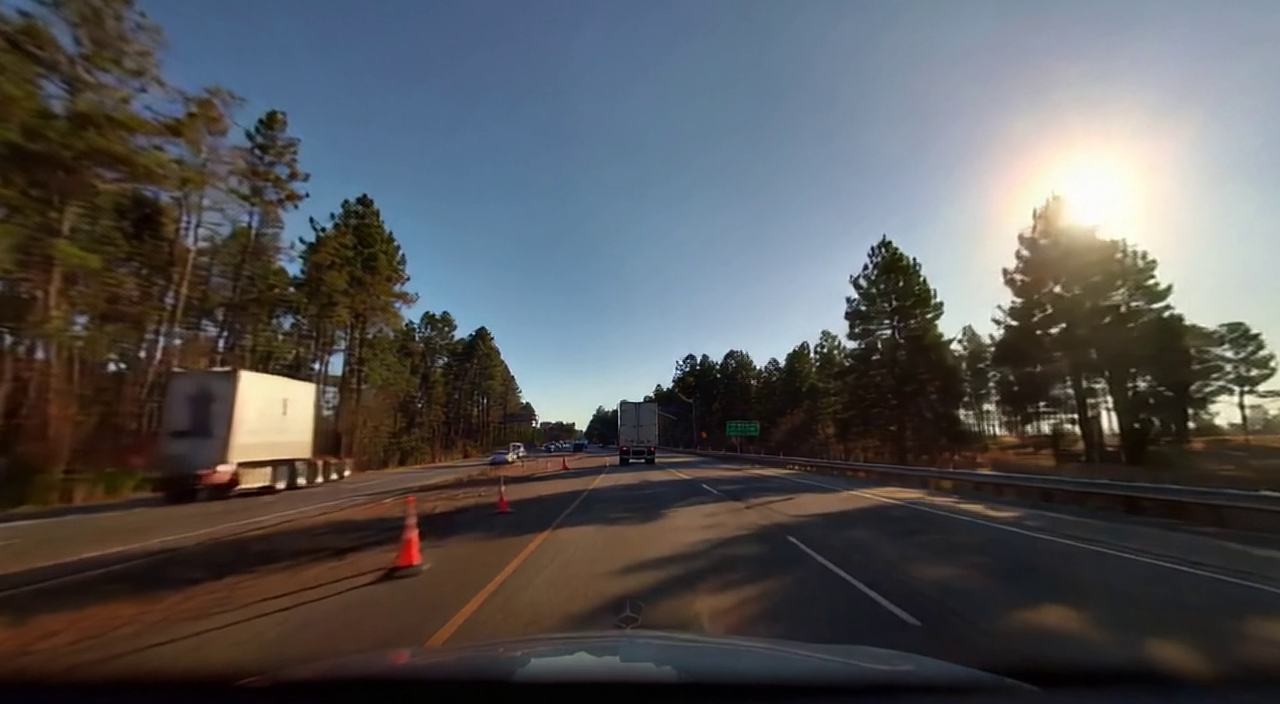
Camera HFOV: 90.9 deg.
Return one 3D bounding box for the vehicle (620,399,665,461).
[{"bbox_3d":[0.013,5.974,47.161,2.935,4.068,11.036,0,-8,-2],"label":"vehicle"}]
